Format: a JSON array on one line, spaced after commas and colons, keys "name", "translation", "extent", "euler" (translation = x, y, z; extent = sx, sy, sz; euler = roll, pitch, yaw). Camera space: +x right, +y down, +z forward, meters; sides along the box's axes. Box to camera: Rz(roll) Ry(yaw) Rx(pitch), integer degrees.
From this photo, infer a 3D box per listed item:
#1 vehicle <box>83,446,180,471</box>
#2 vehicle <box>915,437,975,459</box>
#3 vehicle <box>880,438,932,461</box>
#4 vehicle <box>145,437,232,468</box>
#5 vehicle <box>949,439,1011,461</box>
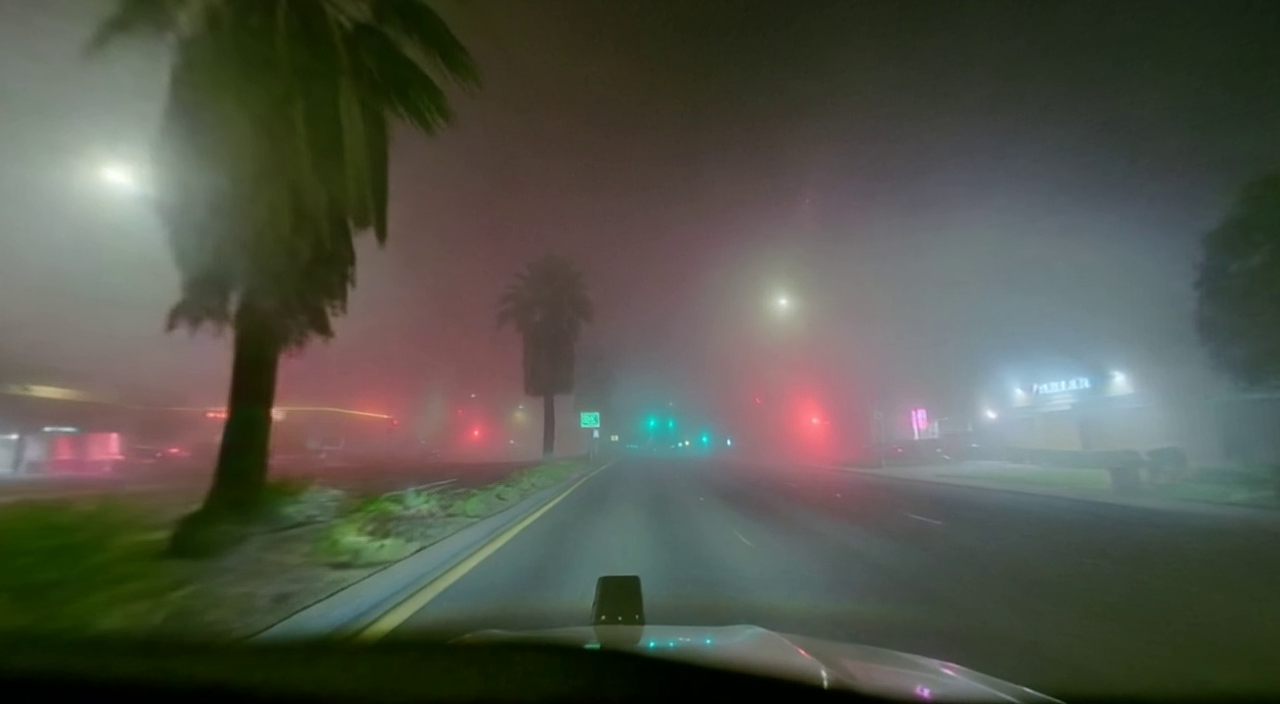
[{"name": "vehicle", "translation": [-31.581, 6.610, 39.310], "extent": [4.351, 1.430, 1.858], "euler": [0, -8, -2]}, {"name": "vehicle", "translation": [21.424, 6.801, 44.530], "extent": [1.986, 1.454, 4.332], "euler": [-1, -9, -1]}, {"name": "vehicle", "translation": [18.618, 6.822, 44.405], "extent": [1.852, 1.487, 3.896], "euler": [-1, -8, -2]}, {"name": "vehicle", "translation": [-31.691, 7.060, 44.440], "extent": [4.437, 2.070, 2.023], "euler": [0, -9, -1]}, {"name": "vehicle", "translation": [24.116, 6.954, 44.978], "extent": [1.956, 1.517, 4.088], "euler": [0, -8, -2]}]
